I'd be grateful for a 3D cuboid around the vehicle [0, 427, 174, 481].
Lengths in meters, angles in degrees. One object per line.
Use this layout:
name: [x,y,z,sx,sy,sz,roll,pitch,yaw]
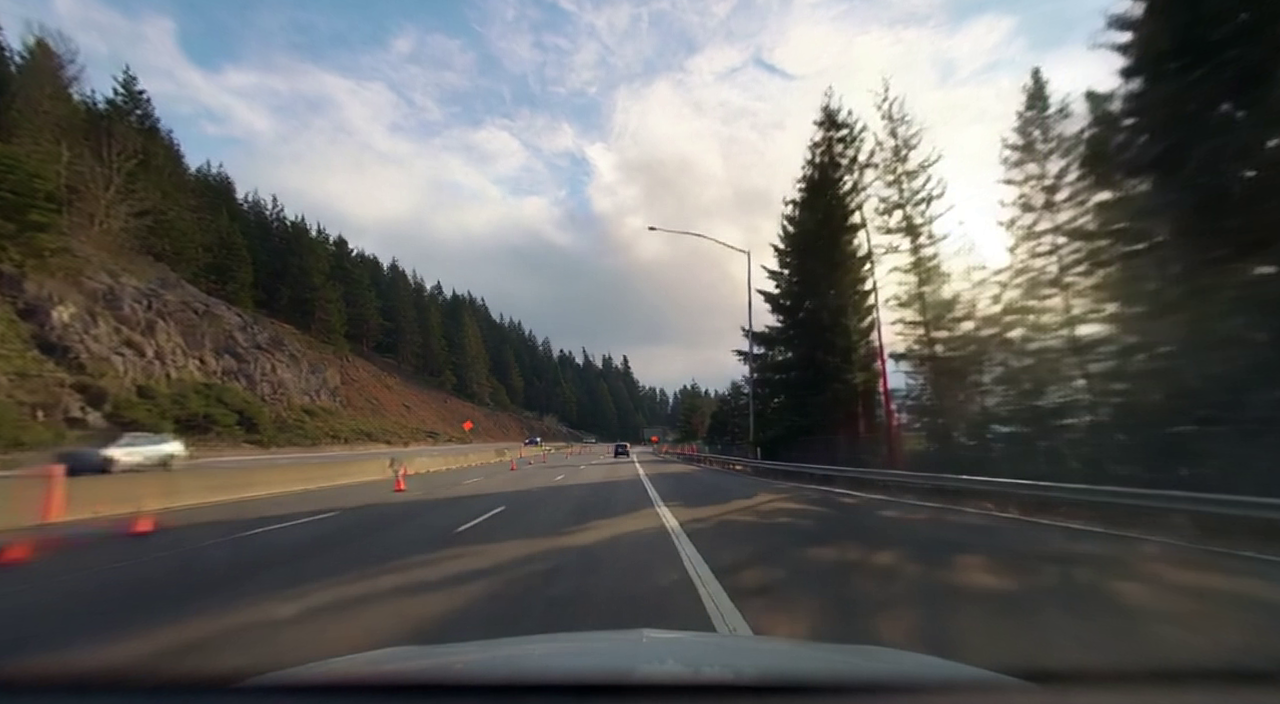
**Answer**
vehicle: [-19.145,3.543,22.125,1.952,1.661,4.651,-1,-9,0]
